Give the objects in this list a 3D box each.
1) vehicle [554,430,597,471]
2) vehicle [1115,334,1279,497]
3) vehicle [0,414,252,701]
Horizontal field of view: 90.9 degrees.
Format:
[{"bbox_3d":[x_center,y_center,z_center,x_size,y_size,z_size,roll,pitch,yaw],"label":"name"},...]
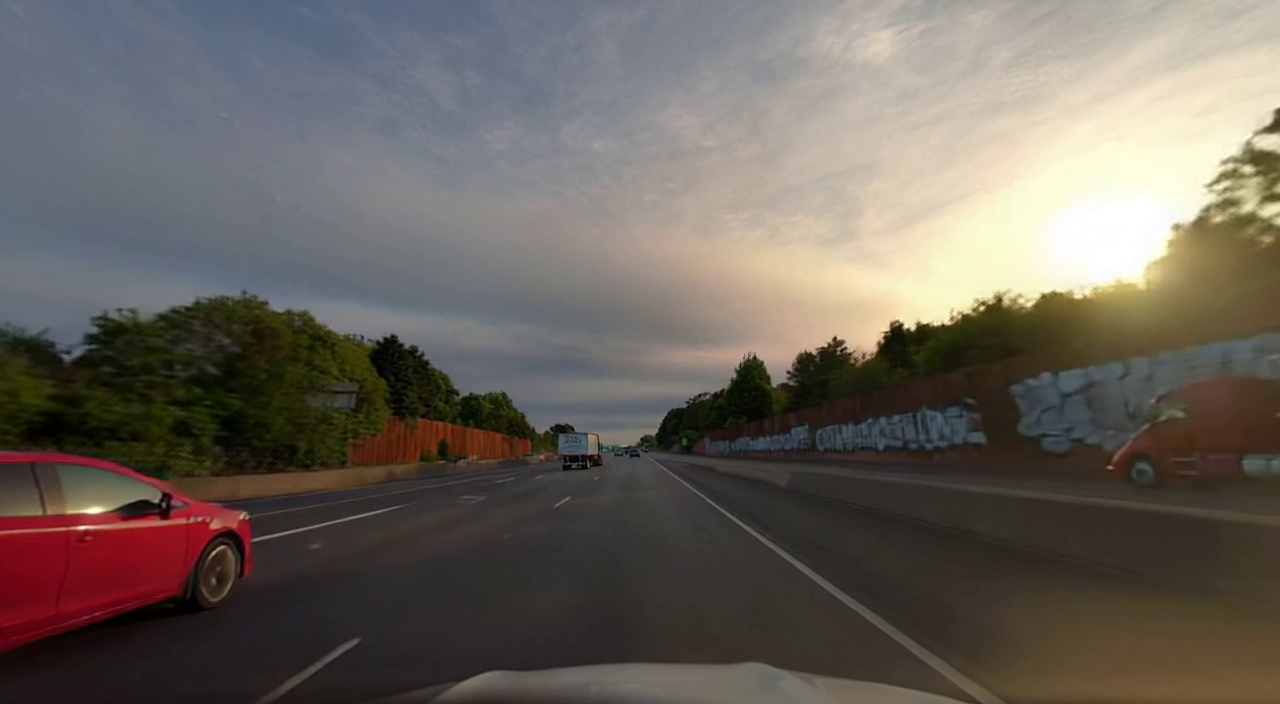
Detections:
[{"bbox_3d":[-4.183,6.520,41.727,2.305,2.517,5.486,0,-9,0],"label":"vehicle"},{"bbox_3d":[16.974,1.728,16.608,3.087,3.935,6.471,1,-9,-8],"label":"vehicle"},{"bbox_3d":[-4.352,1.046,3.077,2.024,1.476,4.466,0,-9,1],"label":"vehicle"}]
